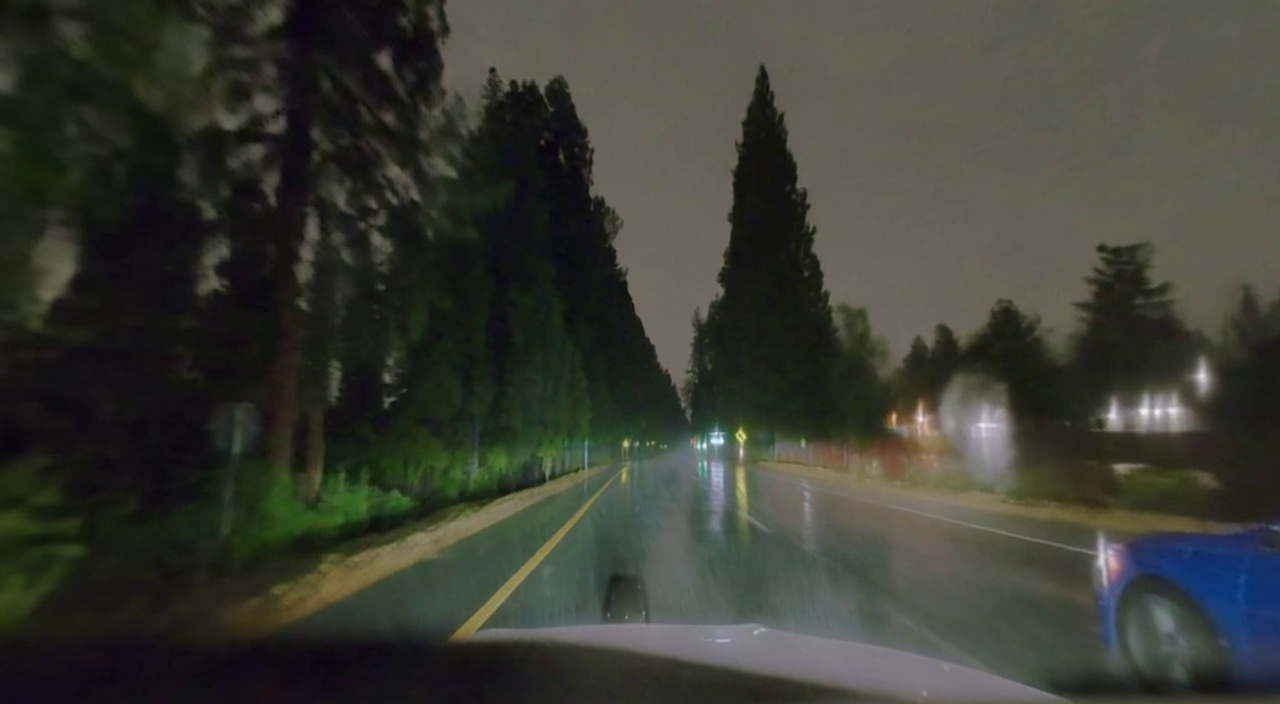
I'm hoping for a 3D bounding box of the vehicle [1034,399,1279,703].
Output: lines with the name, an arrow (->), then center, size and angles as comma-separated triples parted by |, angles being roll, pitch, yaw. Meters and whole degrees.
vehicle -> 3.446, 0.787, 1.420 | 2.061, 1.503, 4.823 | 0, -9, 1
